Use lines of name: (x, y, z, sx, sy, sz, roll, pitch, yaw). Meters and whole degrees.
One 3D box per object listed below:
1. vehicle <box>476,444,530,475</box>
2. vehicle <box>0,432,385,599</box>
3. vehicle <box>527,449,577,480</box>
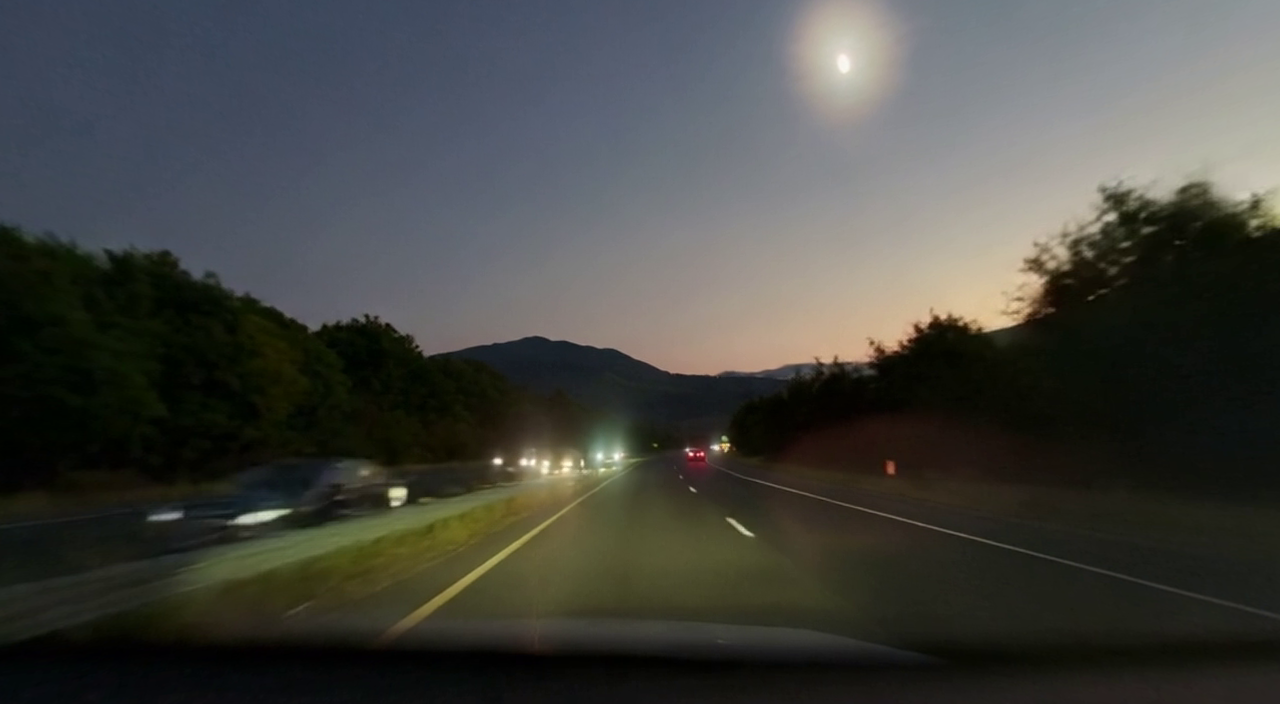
vehicle: (-8.335, 6.562, 38.897, 2.154, 1.715, 4.579, 0, -8, 2)
vehicle: (-5.391, 1.856, 8.256, 2.058, 1.501, 4.749, 0, -8, 1)
vehicle: (-4.633, 5.991, 33.953, 1.918, 1.473, 4.462, 0, -8, 1)
